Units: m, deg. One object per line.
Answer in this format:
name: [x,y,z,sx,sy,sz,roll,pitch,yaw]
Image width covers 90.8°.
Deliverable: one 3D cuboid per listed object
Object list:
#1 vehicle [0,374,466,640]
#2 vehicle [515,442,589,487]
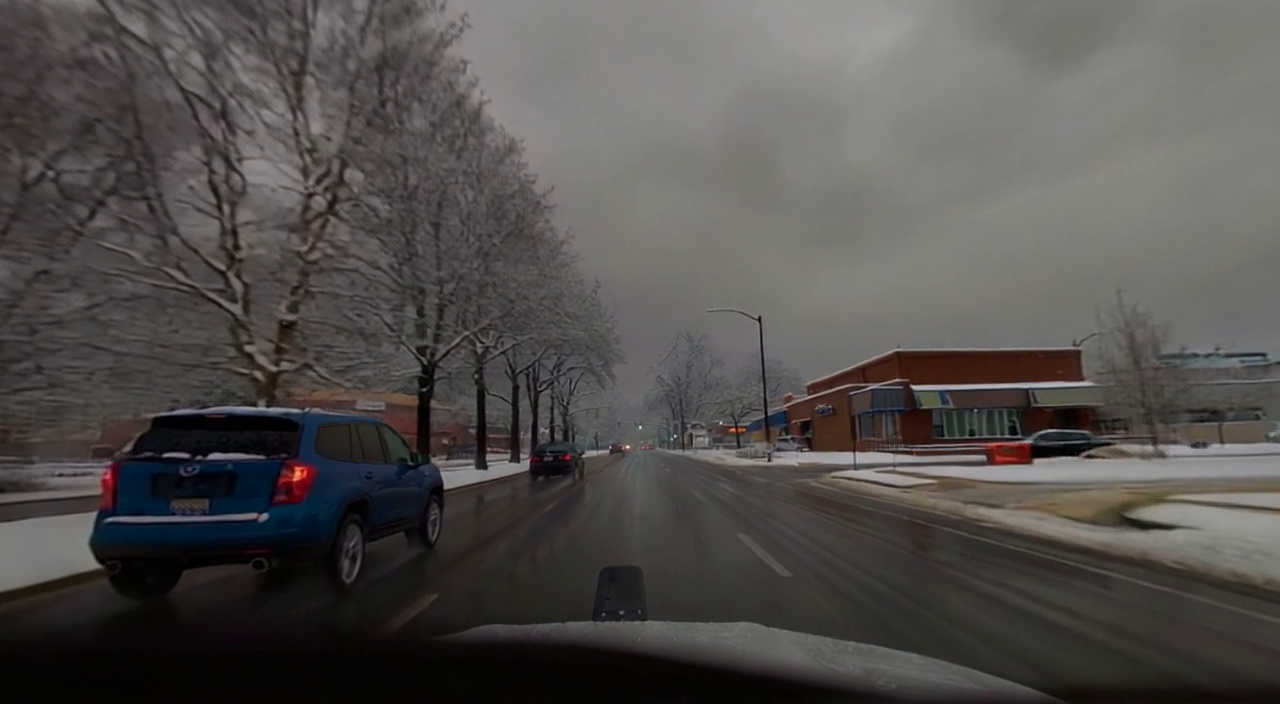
vehicle: [-3.451,1.393,6.625,2.042,1.817,4.364,0,-9,-1]
vehicle: [-3.131,4.092,23.415,2.069,1.470,4.601,-1,-9,0]
